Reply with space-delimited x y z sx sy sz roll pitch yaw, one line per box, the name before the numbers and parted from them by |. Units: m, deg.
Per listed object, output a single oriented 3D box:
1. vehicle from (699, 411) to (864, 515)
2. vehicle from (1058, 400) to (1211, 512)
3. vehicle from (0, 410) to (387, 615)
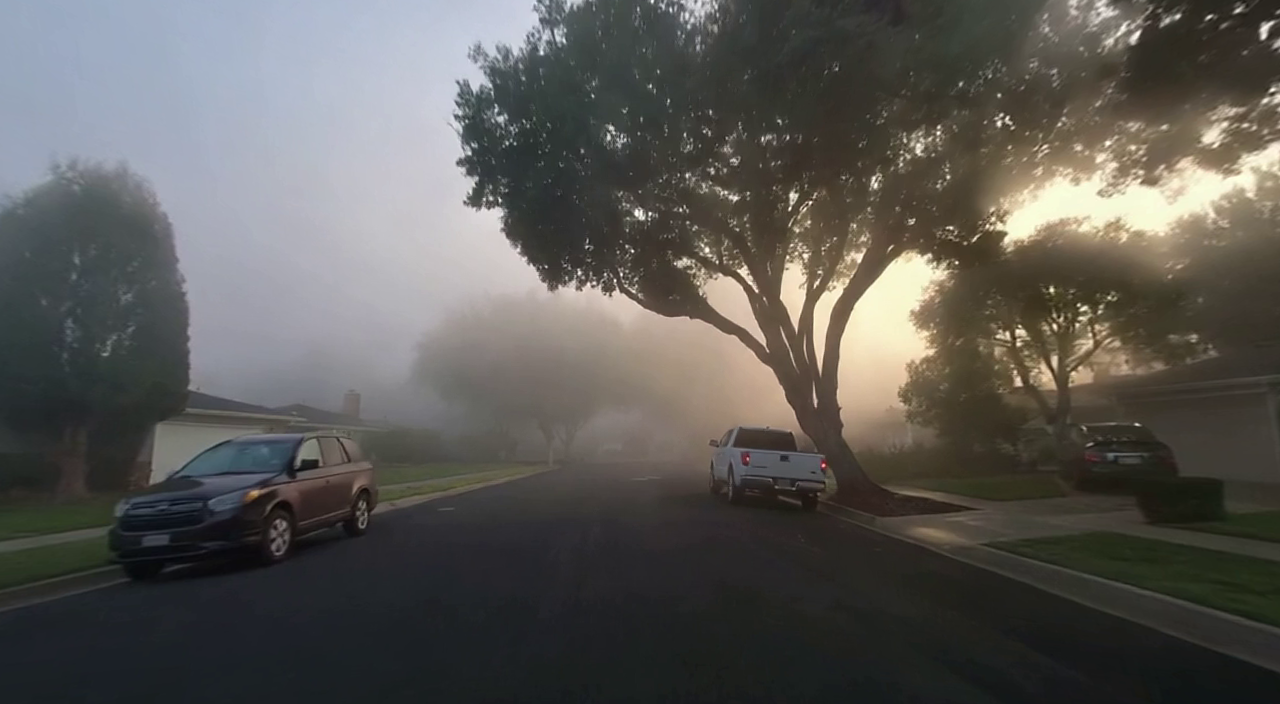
vehicle | 3.404 2.944 17.389 2.789 2.206 7.420 0 -9 0
vehicle | 12.146 2.579 15.963 2.403 2.294 5.205 -6 -10 32
vehicle | -5.191 1.802 8.428 2.075 1.837 4.945 0 -7 -6
